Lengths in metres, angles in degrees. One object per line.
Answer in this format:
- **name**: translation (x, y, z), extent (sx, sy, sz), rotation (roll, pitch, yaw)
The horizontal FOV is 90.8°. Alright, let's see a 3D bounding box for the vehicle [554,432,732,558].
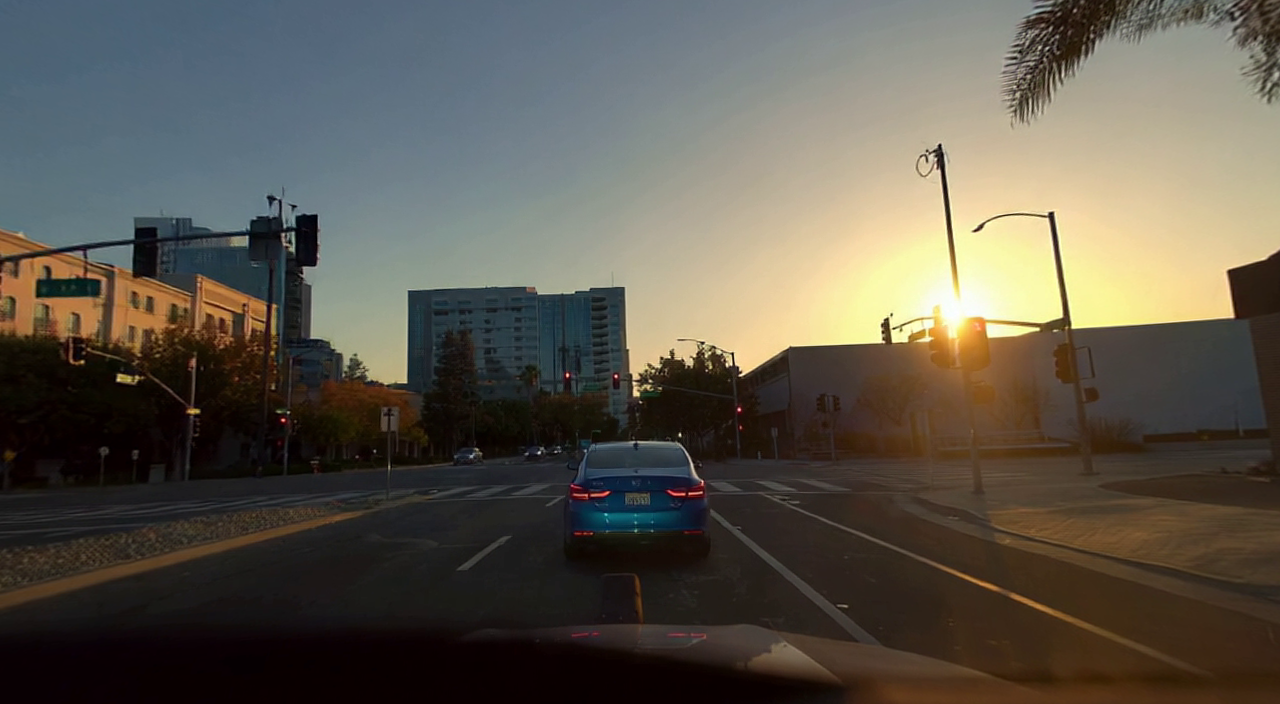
- **vehicle**: translation (0.004, 1.994, 9.516), extent (2.107, 1.470, 3.974), rotation (0, -9, -1)
